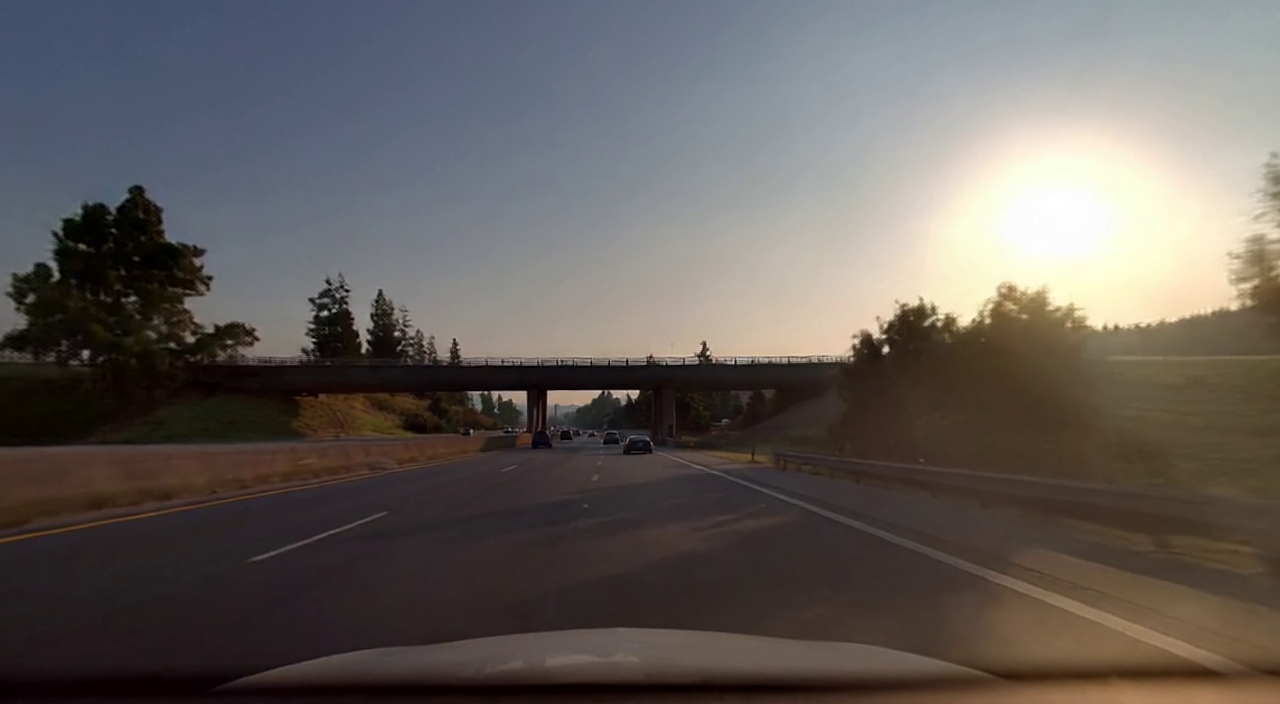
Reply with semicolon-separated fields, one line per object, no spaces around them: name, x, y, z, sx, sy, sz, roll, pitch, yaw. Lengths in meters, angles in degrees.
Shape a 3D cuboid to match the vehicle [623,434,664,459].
vehicle;0.112;5.225;34.933;1.999;1.329;3.913;1;-8;-4
